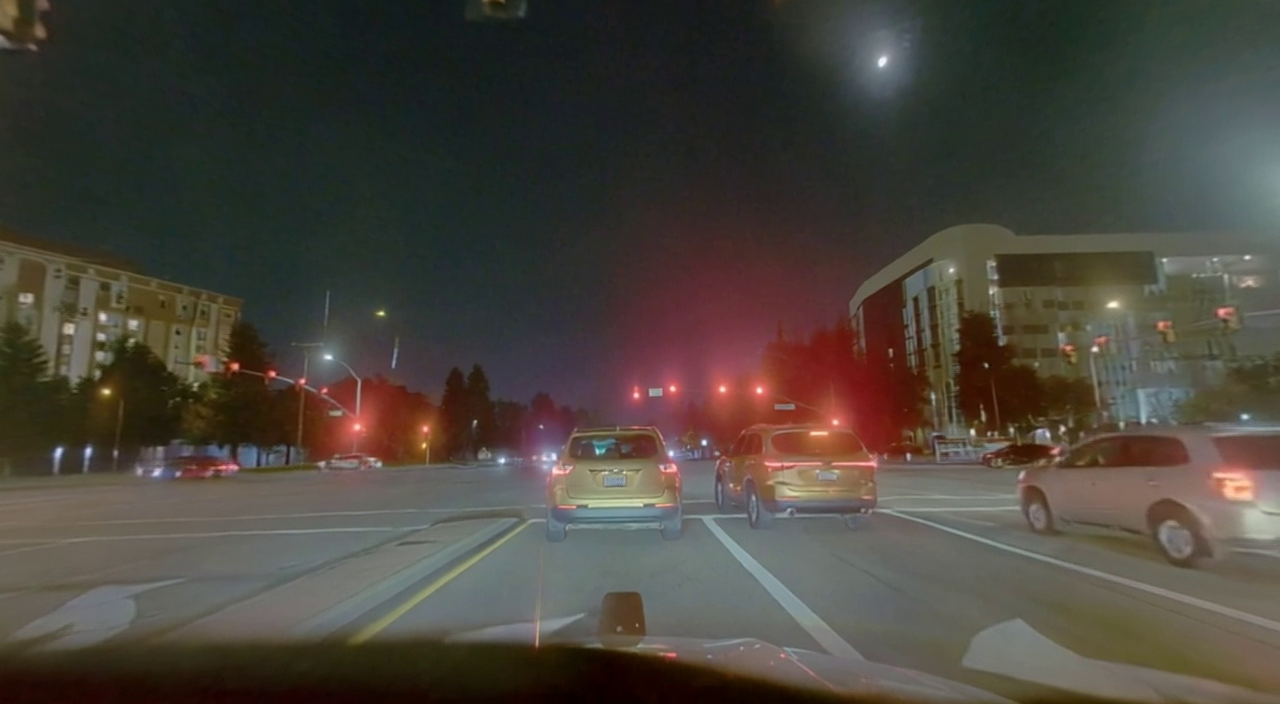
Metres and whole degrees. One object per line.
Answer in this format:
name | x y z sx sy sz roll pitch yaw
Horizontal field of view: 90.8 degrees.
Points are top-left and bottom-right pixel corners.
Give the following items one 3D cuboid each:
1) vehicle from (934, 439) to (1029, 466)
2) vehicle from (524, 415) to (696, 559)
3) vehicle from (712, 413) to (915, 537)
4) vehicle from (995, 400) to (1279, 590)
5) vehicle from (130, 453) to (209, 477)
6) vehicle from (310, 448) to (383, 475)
vehicle | 25.816 7.622 47.909 5.895 1.921 2.150 0 -9 0
vehicle | -0.435 1.915 9.659 2.039 1.698 4.144 0 -9 -2
vehicle | 2.801 2.132 11.506 2.228 1.798 4.370 0 -9 -3
vehicle | 6.059 1.446 6.992 1.690 1.538 4.313 0 -9 -1
vehicle | -33.620 8.087 45.221 4.253 1.610 1.800 -1 -9 3
vehicle | -19.779 7.367 42.556 4.318 1.712 2.188 -4 -10 26
